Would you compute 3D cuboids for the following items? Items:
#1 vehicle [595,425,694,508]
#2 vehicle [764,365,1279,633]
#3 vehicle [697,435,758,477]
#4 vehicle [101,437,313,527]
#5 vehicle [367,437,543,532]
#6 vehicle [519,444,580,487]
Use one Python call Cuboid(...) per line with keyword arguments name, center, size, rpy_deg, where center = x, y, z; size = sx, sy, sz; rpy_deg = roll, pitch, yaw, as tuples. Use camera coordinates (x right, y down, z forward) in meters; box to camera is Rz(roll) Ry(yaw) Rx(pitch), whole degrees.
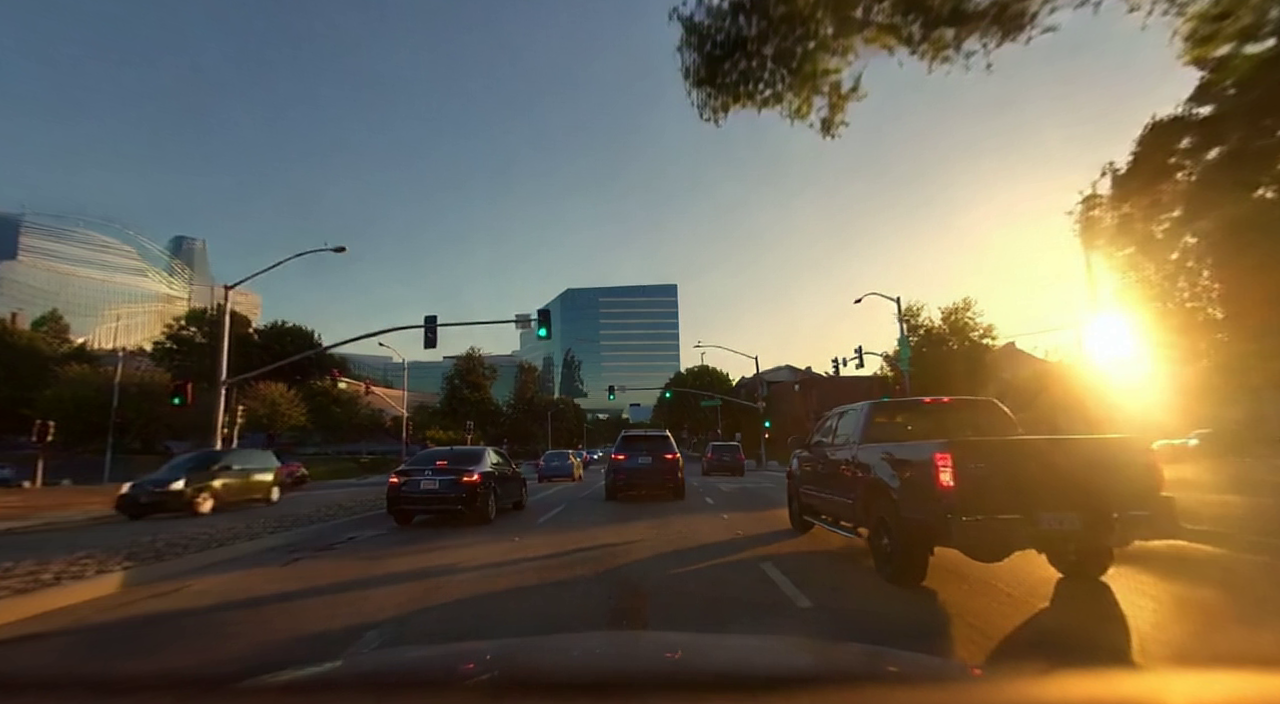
Cuboid(name="vehicle", center=(0.124, 2.748, 15.572), size=(2.113, 1.768, 3.901), rpy_deg=(0, -8, 1))
Cuboid(name="vehicle", center=(3.308, 1.425, 7.367), size=(2.571, 1.857, 5.841), rpy_deg=(0, -8, 0))
Cuboid(name="vehicle", center=(4.306, 5.204, 31.944), size=(2.408, 1.908, 5.355), rpy_deg=(0, -8, 1))
Cuboid(name="vehicle", center=(-10.258, 3.046, 15.538), size=(2.099, 1.813, 4.583), rpy_deg=(-1, -8, -2))
Cuboid(name="vehicle", center=(-3.278, 2.423, 12.321), size=(1.909, 1.476, 4.751), rpy_deg=(0, -8, 1))
Cuboid(name="vehicle", center=(-3.394, 4.332, 24.497), size=(2.072, 1.450, 4.612), rpy_deg=(1, -8, -5))
